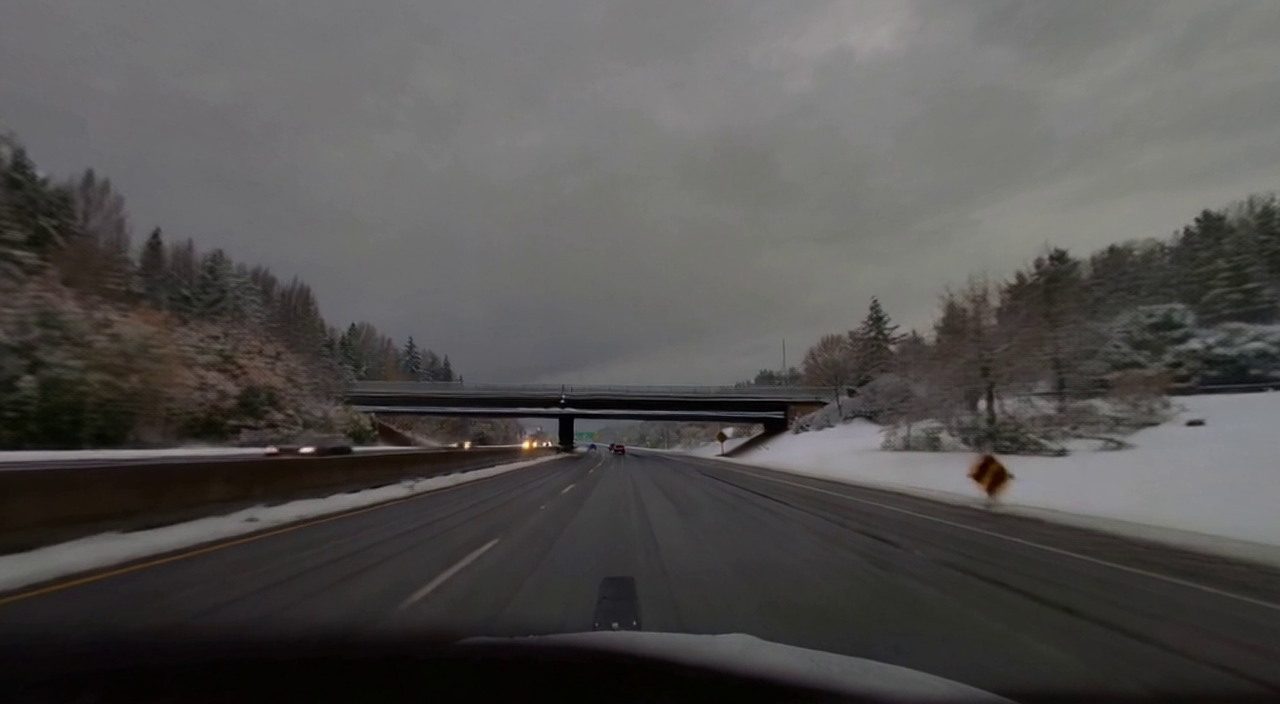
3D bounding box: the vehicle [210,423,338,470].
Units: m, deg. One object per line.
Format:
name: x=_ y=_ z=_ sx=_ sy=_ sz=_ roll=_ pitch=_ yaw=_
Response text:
vehicle: x=-12.505 y=3.278 z=21.781 sx=2.000 sy=1.466 sz=4.124 roll=0 pitch=-9 yaw=-1
